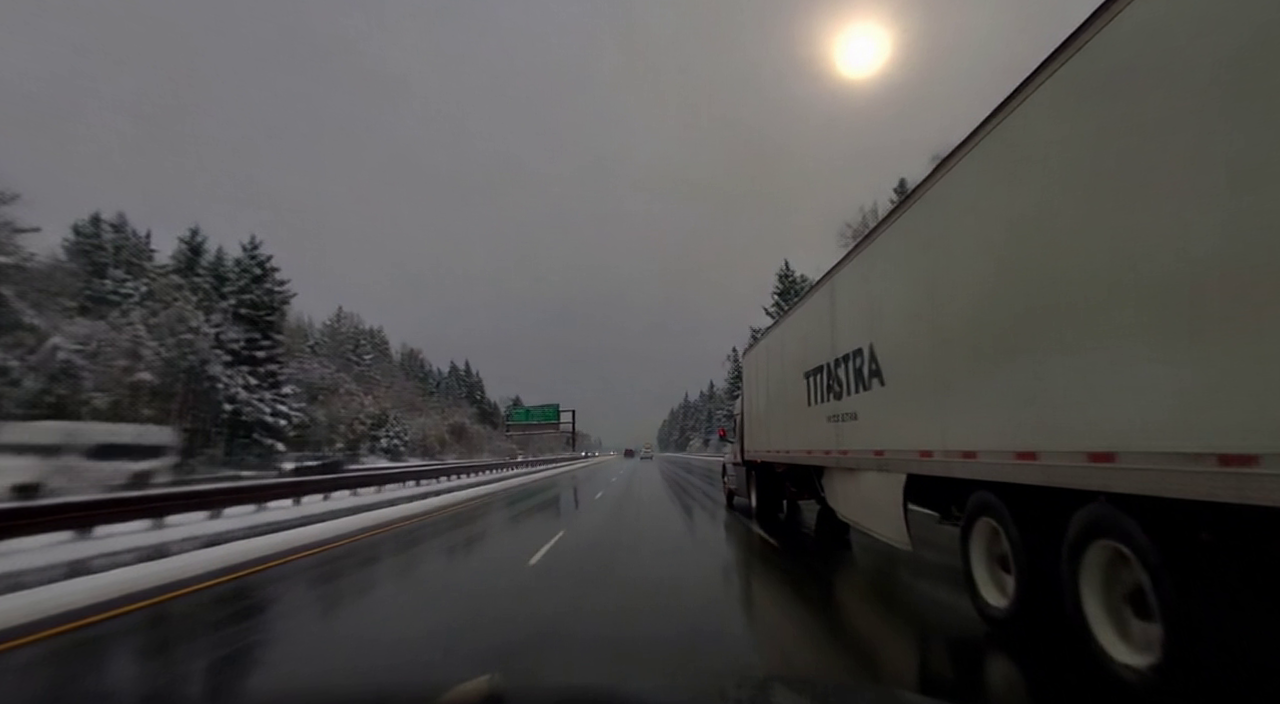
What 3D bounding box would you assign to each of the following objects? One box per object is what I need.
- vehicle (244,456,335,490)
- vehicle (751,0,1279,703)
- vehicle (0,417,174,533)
[{"bbox_3d":[-18.648,6.436,33.807,1.960,1.618,4.853,0,-9,2],"label":"vehicle"},{"bbox_3d":[4.077,0.423,7.252,2.947,4.020,14.220,0,-9,0],"label":"vehicle"},{"bbox_3d":[-15.217,2.983,15.558,2.441,2.500,6.307,0,-9,1],"label":"vehicle"}]
